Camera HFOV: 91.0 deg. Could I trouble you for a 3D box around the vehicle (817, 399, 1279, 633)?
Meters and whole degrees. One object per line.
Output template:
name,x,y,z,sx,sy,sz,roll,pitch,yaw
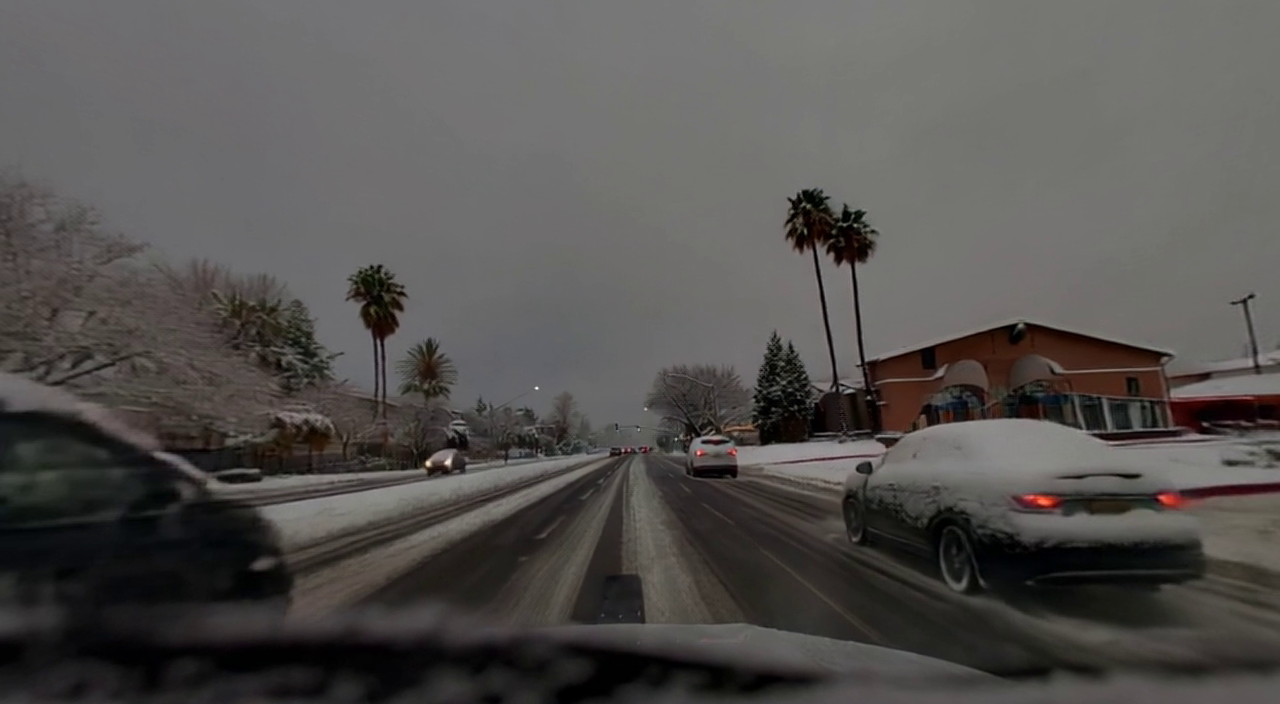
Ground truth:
vehicle,3.594,1.509,6.725,2.084,1.682,4.148,0,-9,-2

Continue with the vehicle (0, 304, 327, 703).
vehicle,-3.178,0.691,1.924,2.084,1.735,4.528,0,-9,0

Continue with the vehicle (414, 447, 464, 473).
vehicle,-14.934,8.034,47.092,2.101,1.832,4.893,0,-9,0

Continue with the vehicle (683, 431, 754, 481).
vehicle,3.234,4.421,26.929,2.244,1.901,4.561,0,-9,-2
